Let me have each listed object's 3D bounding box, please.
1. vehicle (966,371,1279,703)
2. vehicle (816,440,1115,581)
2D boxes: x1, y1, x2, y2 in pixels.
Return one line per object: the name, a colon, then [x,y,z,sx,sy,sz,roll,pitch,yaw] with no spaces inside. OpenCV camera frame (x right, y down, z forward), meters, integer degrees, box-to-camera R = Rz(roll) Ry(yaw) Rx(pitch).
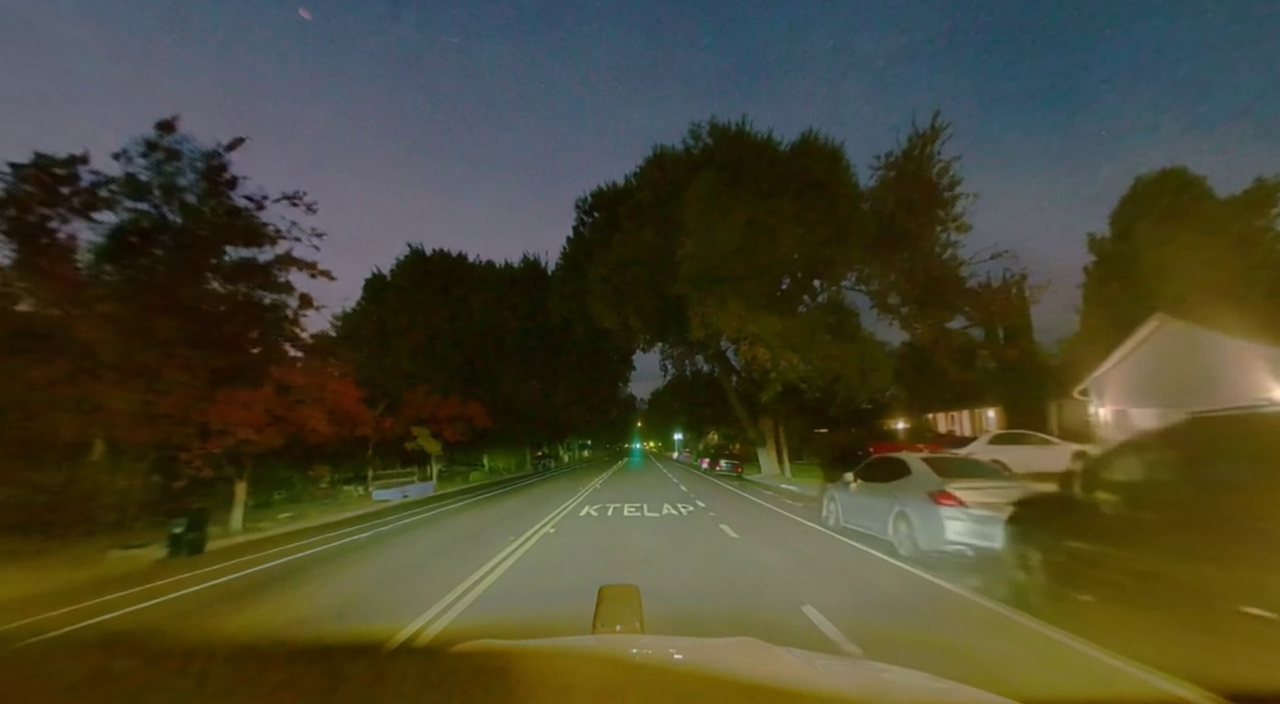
vehicle: [4.187,1.070,3.608,2.032,1.792,4.849,0,-9,0]
vehicle: [4.217,2.083,9.210,1.988,1.537,4.350,0,-9,-1]
